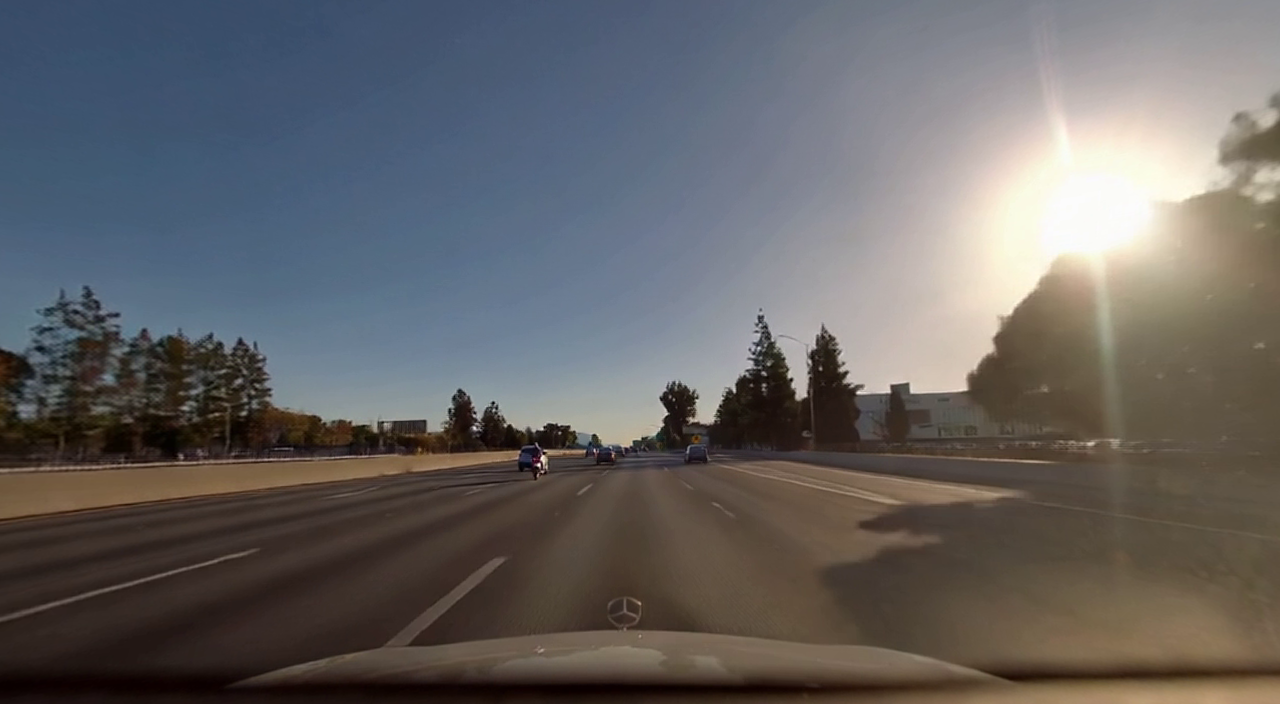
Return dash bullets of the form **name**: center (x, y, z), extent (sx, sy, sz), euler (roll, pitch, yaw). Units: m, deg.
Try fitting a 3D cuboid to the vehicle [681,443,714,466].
- **vehicle**: center (4.334, 7.792, 48.024), extent (2.047, 1.662, 4.243), euler (0, -9, -1)
